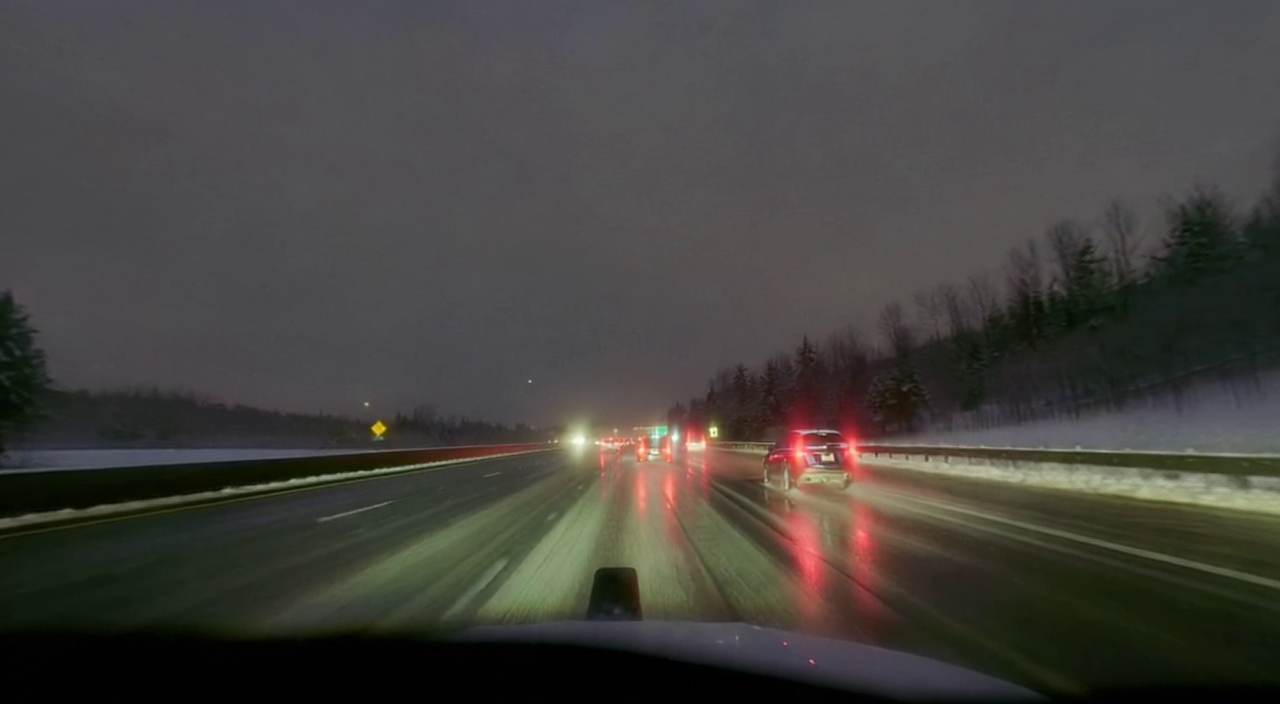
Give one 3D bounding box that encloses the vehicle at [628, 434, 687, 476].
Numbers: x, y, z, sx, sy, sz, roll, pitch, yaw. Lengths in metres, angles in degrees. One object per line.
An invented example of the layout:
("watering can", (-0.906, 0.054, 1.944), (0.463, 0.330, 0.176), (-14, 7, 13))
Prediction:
("vehicle", (0.593, 3.920, 24.280), (2.046, 1.467, 3.844), (0, -8, -2))
